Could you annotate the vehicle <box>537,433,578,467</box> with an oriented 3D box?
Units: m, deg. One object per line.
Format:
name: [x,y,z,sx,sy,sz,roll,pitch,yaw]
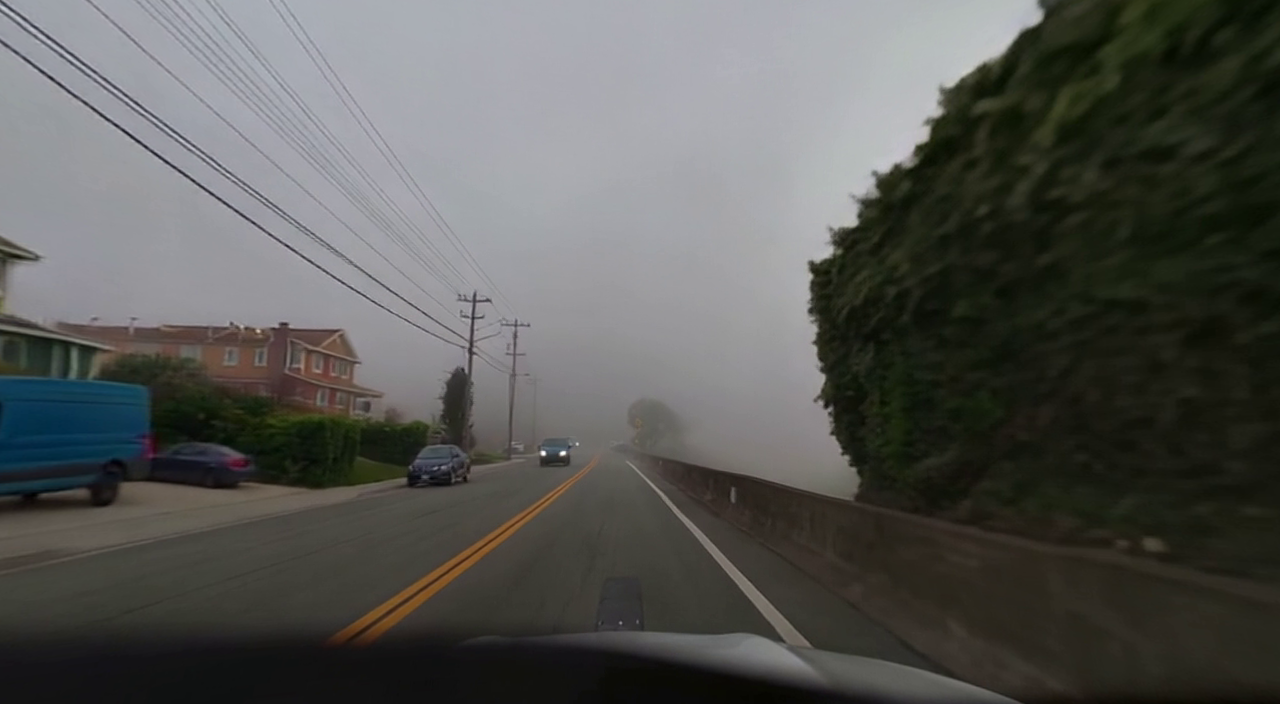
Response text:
vehicle: [-4.904,5.904,38.083,2.057,1.905,4.670,0,-8,-2]

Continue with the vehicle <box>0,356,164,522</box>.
vehicle: [-11.787,1.612,11.499,2.451,2.641,5.869,1,-9,-10]

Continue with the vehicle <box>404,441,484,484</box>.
vehicle: [-7.674,4.367,25.287,1.863,1.522,4.901,0,-8,-3]

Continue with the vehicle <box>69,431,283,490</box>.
vehicle: [-13.286,3.118,18.369,4.524,1.592,1.955,1,-9,-6]
